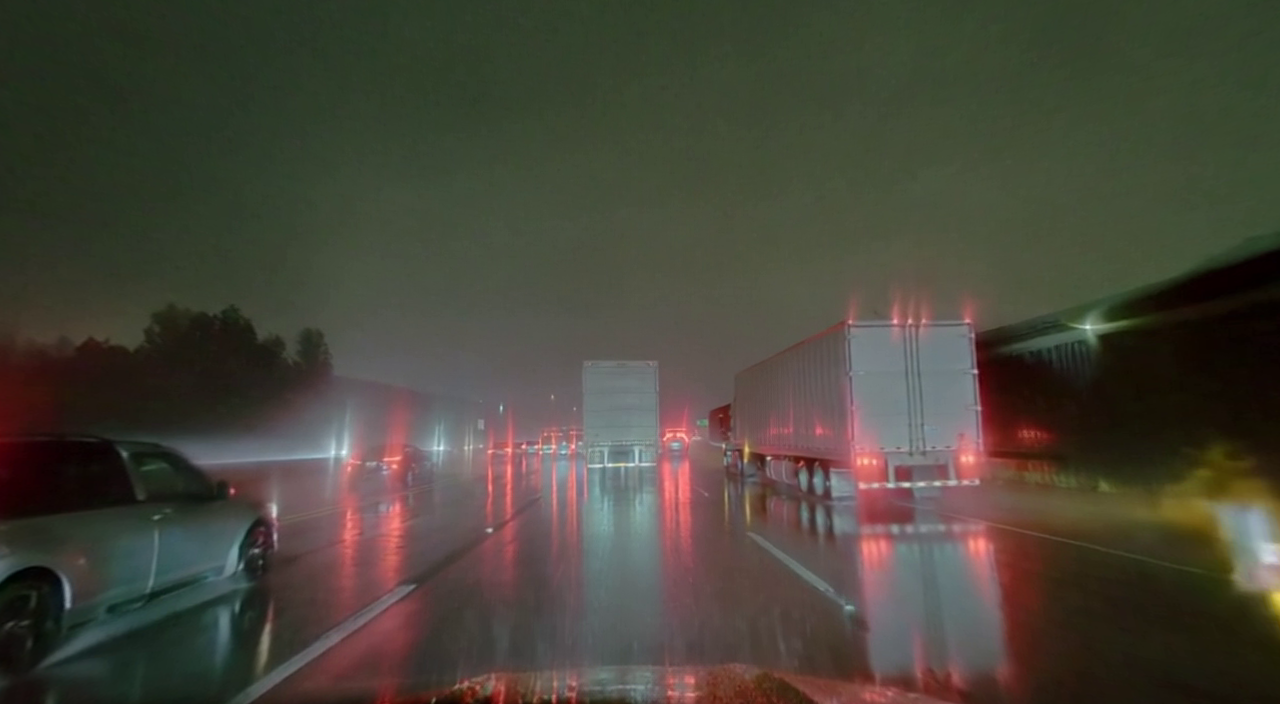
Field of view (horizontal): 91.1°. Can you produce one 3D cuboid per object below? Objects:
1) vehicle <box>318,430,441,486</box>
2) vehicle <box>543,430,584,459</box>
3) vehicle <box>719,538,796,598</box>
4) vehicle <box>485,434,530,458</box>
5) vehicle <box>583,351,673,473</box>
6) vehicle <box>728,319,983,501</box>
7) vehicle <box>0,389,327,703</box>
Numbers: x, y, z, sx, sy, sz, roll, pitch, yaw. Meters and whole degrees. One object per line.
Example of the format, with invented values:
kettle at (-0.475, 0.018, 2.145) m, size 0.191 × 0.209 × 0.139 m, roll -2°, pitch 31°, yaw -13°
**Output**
vehicle at (-7.806, 3.184, 19.350) m, size 1.909 × 1.479 × 4.425 m, roll 0°, pitch -8°, yaw 0°
vehicle at (-4.559, 5.569, 38.116) m, size 1.986 × 1.612 × 4.155 m, roll 0°, pitch -8°, yaw 0°
vehicle at (5.177, 9.592, 28.113) m, size 2.835 × 2.000 × 2.696 m, roll 0°, pitch -7°, yaw -2°
vehicle at (-8.636, 6.117, 41.250) m, size 2.019 × 1.471 × 4.347 m, roll 0°, pitch -8°, yaw 0°
vehicle at (-0.540, 2.632, 25.766) m, size 2.938 × 4.033 × 9.980 m, roll 0°, pitch -8°, yaw -2°
vehicle at (5.648, 2.160, 20.683) m, size 2.863 × 3.936 × 14.058 m, roll 0°, pitch -8°, yaw -3°
vehicle at (-3.865, 1.067, 3.923) m, size 1.882 × 1.493 × 3.828 m, roll 0°, pitch -8°, yaw -1°
